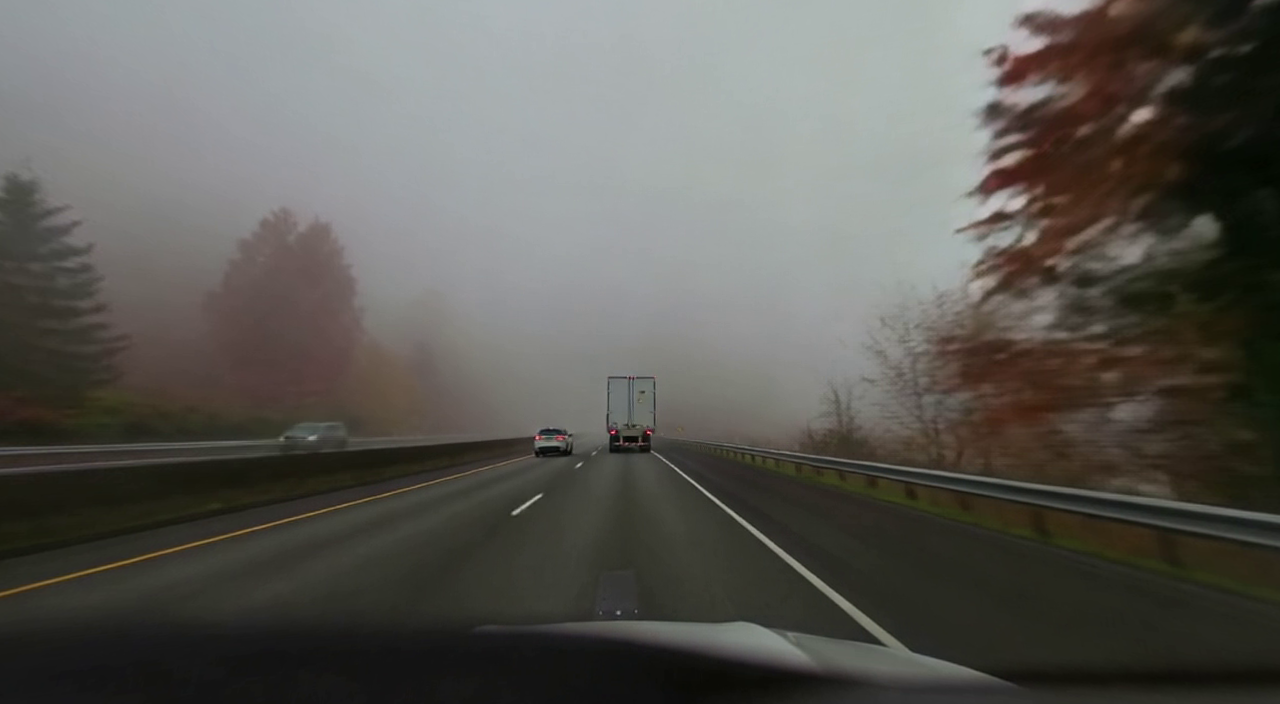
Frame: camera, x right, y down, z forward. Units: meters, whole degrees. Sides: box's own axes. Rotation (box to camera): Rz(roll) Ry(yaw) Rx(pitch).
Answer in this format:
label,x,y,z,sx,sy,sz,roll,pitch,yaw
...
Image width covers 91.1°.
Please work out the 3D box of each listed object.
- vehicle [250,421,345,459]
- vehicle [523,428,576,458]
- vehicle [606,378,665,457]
label,x,y,z,sx,sy,sz,roll,pitch,yaw
vehicle,-15.916,4.111,29.550,1.979,1.653,4.497,0,-8,-1
vehicle,-4.737,4.837,33.613,2.217,1.495,4.245,0,-8,0
vehicle,-0.415,4.120,37.986,3.013,4.016,11.496,0,-8,-2
